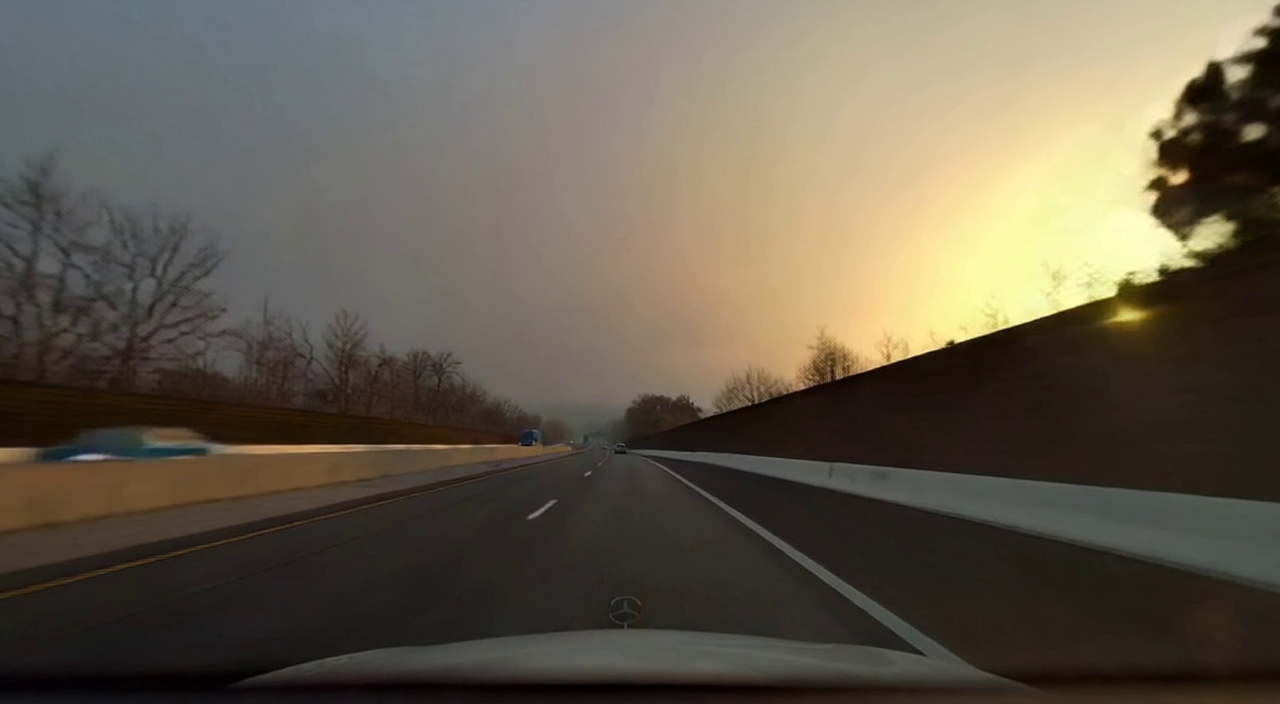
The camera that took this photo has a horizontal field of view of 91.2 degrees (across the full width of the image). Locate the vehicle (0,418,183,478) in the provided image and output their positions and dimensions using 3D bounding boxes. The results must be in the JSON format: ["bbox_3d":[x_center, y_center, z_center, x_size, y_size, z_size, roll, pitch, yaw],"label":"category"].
[{"bbox_3d":[-15.788,2.759,18.129,1.815,1.497,4.437,0,-8,-1],"label":"vehicle"}]
